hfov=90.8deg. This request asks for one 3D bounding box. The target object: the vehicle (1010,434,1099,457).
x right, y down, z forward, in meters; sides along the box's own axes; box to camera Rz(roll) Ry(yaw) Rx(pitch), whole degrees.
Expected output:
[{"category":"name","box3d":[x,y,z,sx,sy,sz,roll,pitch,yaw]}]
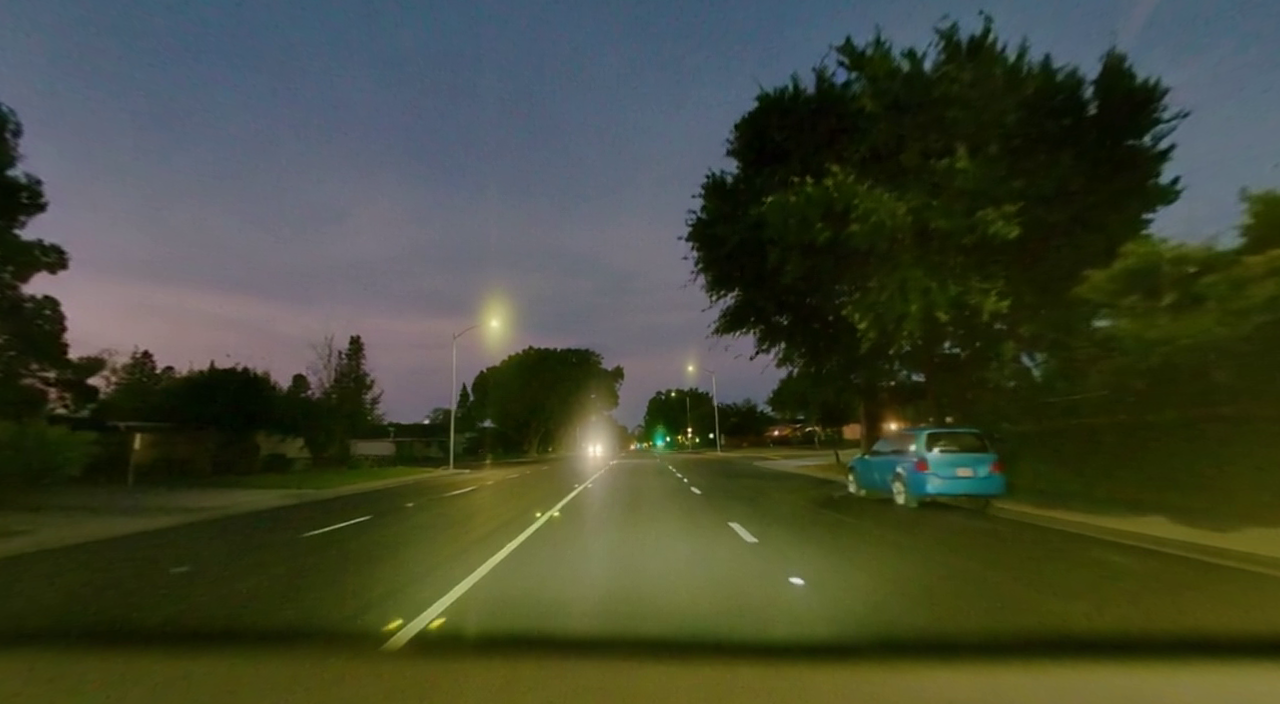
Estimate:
[{"category":"vehicle","box3d":[29.665,6.708,45.360,4.899,1.526,1.916,0,-8,5]}]

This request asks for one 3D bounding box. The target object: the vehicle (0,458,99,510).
[{"category":"vehicle","box3d":[-21.526,4.498,21.699,4.222,1.596,1.968,-2,-8,6]}]

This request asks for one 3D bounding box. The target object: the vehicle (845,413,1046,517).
[{"category":"vehicle","box3d":[6.488,2.461,14.225,2.116,1.844,4.792,2,-8,0]}]
